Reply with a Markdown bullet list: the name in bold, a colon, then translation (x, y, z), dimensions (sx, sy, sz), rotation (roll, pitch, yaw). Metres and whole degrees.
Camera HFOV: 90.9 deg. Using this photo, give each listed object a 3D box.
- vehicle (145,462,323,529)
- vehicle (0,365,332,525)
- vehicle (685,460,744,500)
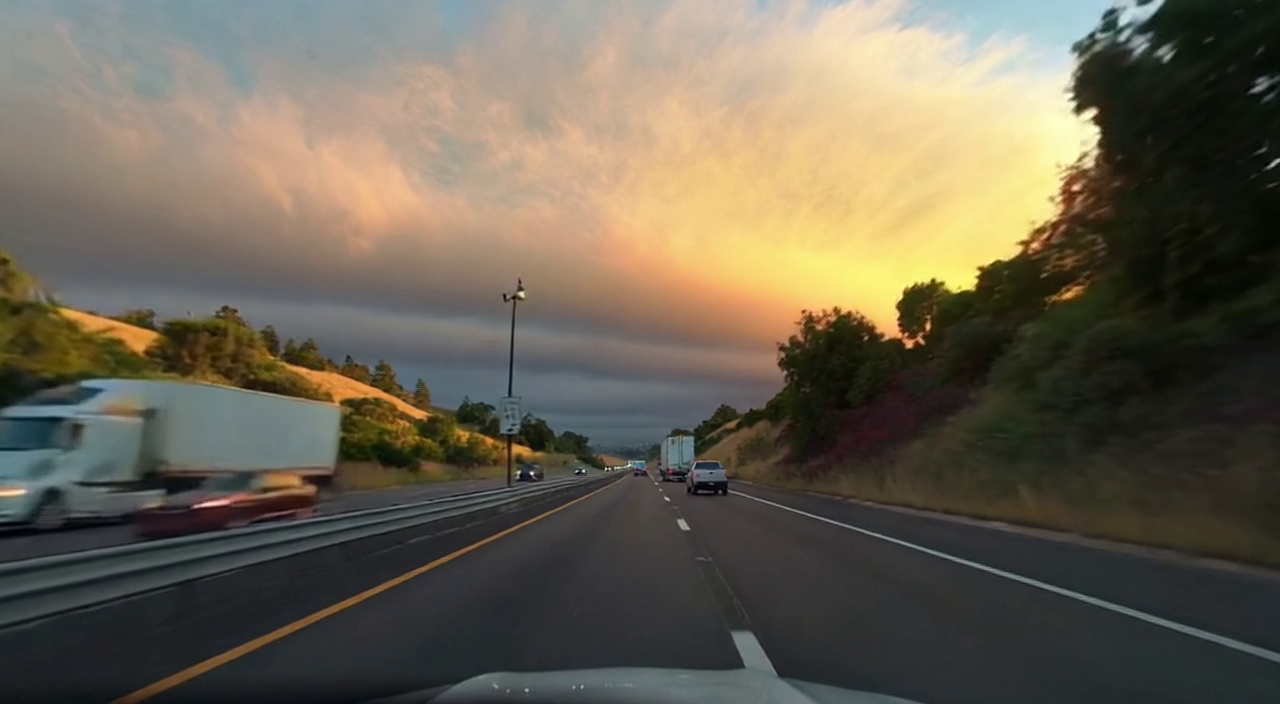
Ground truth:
- **vehicle**: translation (-10.095, 3.581, 16.112), dimensions (1.881, 1.438, 3.903), rotation (1, -10, 1)
- **vehicle**: translation (-14.403, 3.219, 20.870), dimensions (2.926, 3.944, 10.427), rotation (1, -10, 1)
- **vehicle**: translation (3.331, 5.836, 28.975), dimensions (2.124, 1.662, 4.641), rotation (1, -10, 0)
